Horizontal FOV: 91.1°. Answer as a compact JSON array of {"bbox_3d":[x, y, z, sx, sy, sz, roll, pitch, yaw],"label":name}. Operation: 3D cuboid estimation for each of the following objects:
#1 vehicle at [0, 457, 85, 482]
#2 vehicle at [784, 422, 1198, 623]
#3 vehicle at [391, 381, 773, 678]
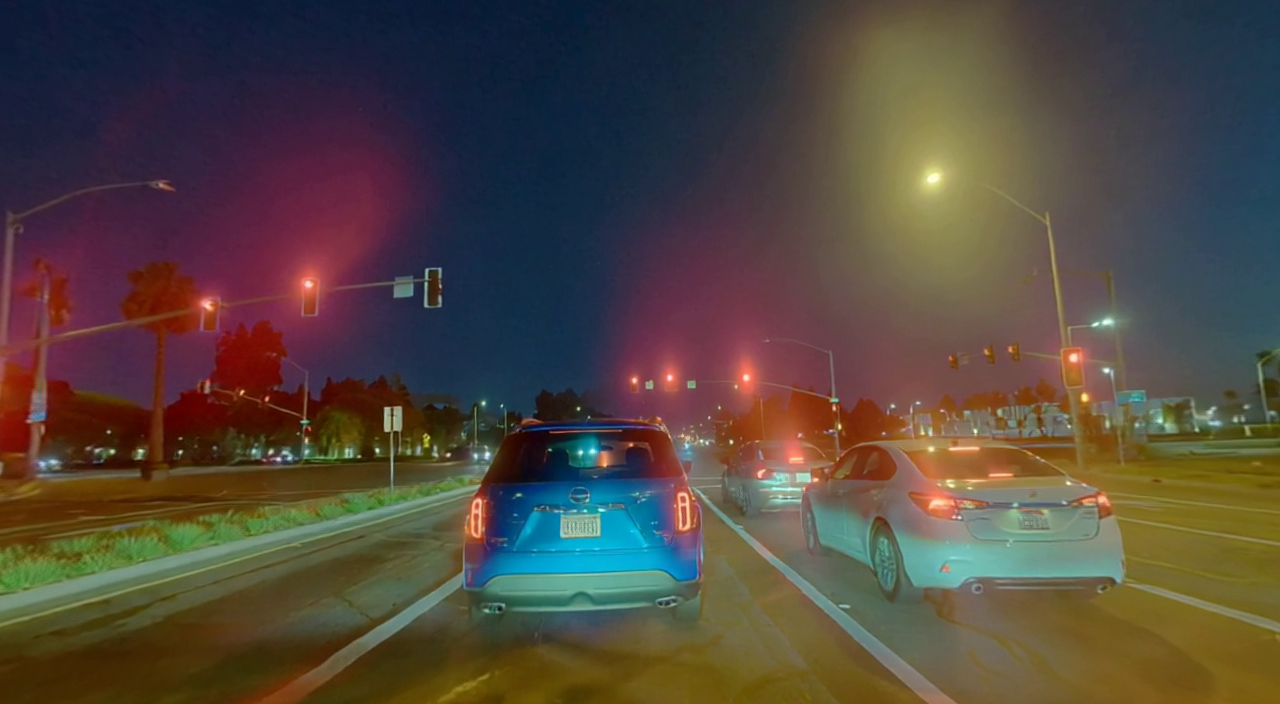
[{"bbox_3d":[-45.442,8.822,47.248,5.347,1.785,2.123,0,-8,2],"label":"vehicle"},{"bbox_3d":[3.118,1.603,6.953,1.971,1.473,4.495,0,-8,0],"label":"vehicle"},{"bbox_3d":[-0.334,1.313,5.695,2.172,1.694,4.055,0,-8,0],"label":"vehicle"}]
